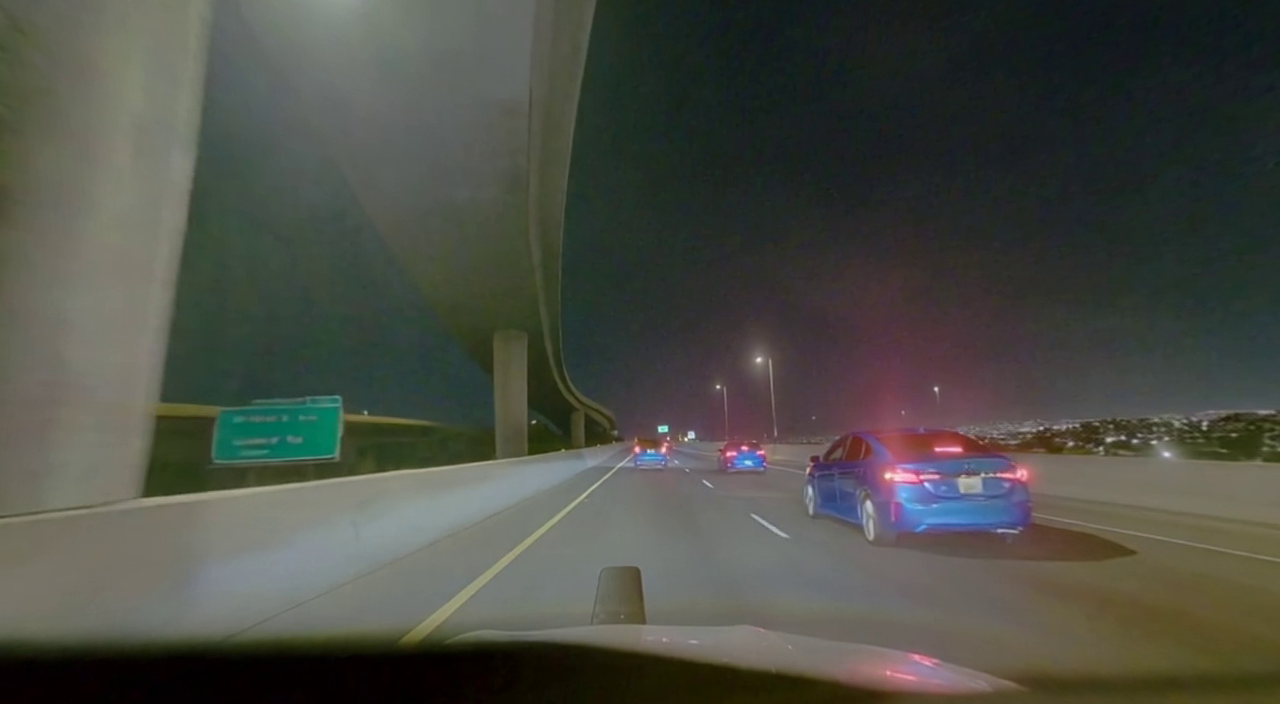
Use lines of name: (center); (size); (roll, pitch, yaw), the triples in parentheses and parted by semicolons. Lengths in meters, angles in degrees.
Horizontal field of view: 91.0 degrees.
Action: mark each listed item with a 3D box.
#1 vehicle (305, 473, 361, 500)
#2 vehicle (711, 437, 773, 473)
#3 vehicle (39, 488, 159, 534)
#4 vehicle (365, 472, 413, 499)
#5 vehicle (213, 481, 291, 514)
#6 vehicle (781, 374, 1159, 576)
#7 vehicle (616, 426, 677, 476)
vehicle: (-22.596, 9.917, 46.581); (1.920, 1.675, 4.655); (1, -8, -2)
vehicle: (4.552, 4.667, 28.699); (2.047, 1.500, 4.017); (0, -8, -2)
vehicle: (-23.211, 6.804, 27.268); (1.792, 1.481, 4.338); (2, -9, -9)
vehicle: (-18.760, 10.008, 47.345); (1.939, 1.689, 4.298); (0, -8, -2)
vehicle: (-22.076, 8.265, 36.036); (1.813, 1.498, 4.330); (1, -8, -3)
vehicle: (3.959, 1.649, 9.224); (2.404, 2.014, 5.655); (0, -8, -1)
vehicle: (0.258, 4.017, 25.721); (2.264, 1.841, 4.583); (0, -8, 0)
